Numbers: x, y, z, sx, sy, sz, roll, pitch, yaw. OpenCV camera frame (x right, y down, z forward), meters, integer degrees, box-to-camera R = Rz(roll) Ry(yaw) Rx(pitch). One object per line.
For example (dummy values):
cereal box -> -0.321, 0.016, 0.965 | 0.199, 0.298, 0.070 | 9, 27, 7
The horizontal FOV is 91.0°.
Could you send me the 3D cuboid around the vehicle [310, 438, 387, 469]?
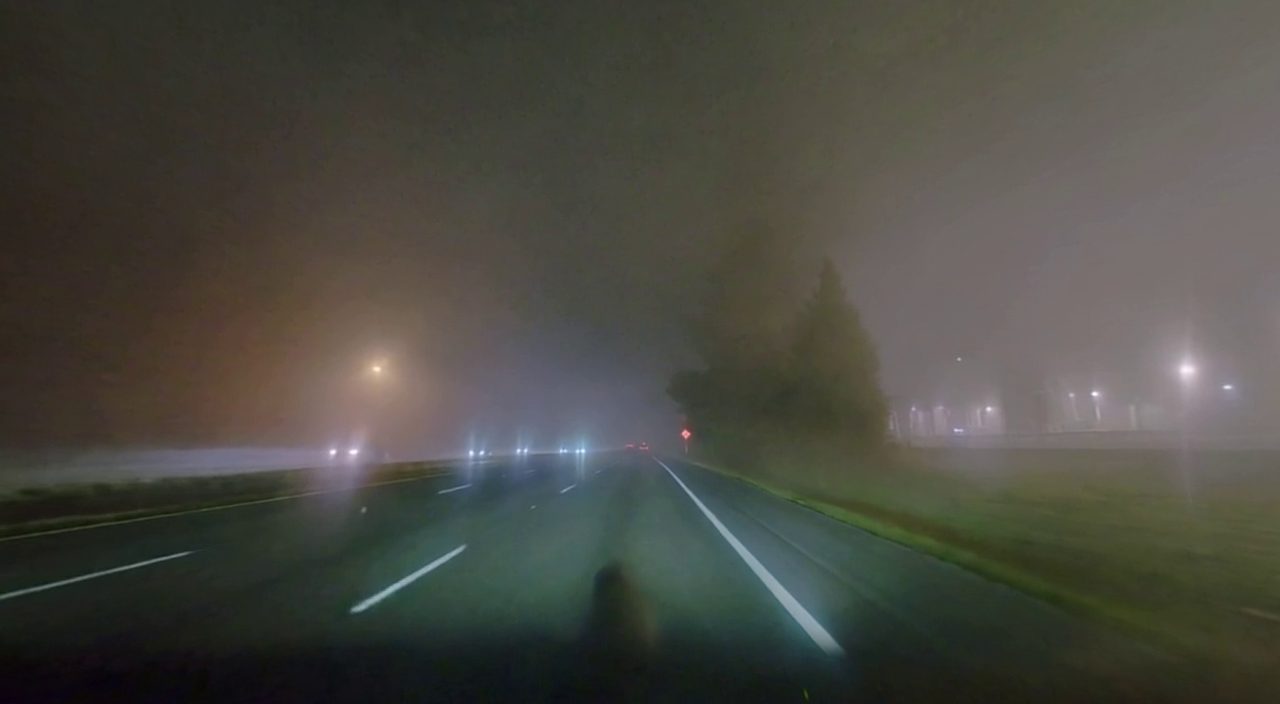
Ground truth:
vehicle -> -19.518, 6.826, 42.588 | 2.296, 1.933, 5.761 | 0, -9, 2
